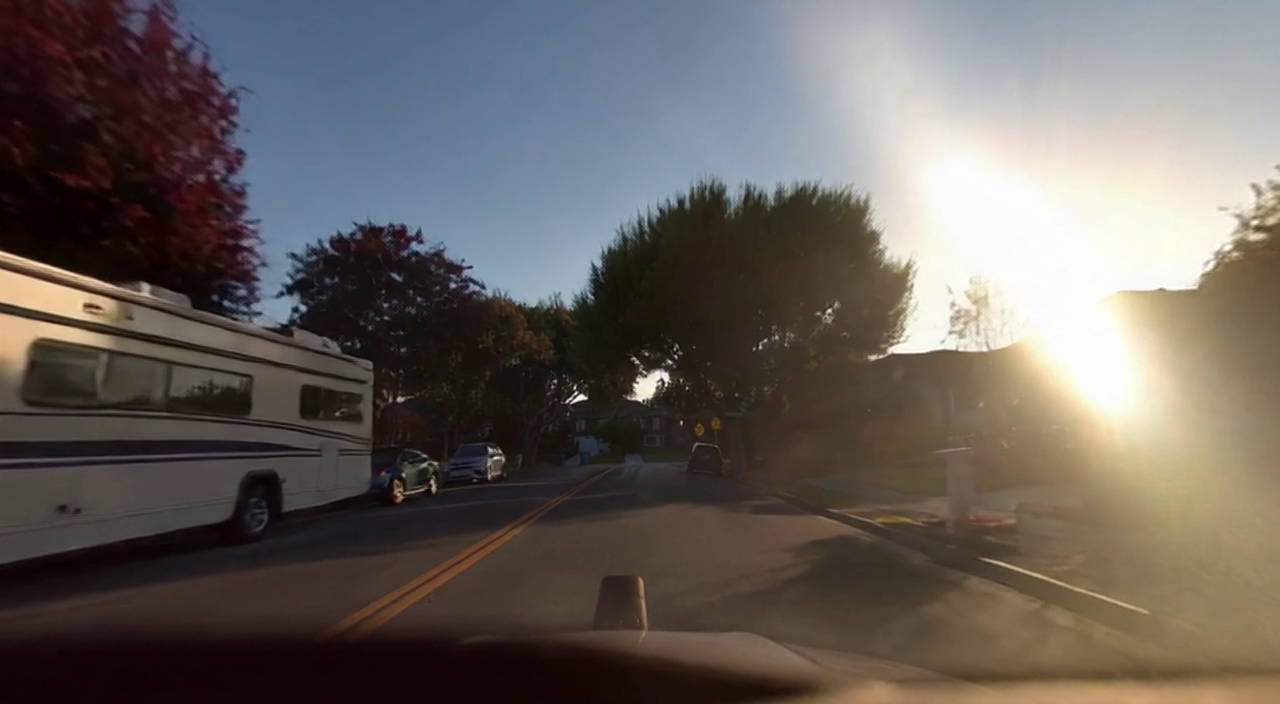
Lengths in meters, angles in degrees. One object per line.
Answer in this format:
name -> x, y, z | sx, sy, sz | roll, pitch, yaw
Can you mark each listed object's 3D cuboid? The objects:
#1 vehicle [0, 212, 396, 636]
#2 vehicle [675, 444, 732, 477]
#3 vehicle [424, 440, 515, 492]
vehicle -> -6.832, 0.956, 7.428 | 3.103, 3.479, 11.801 | -1, -9, 1
vehicle -> 3.008, 5.259, 30.935 | 2.167, 1.479, 4.597 | 0, -8, -2
vehicle -> -6.905, 4.629, 26.268 | 2.225, 1.817, 5.731 | -3, -8, 0
